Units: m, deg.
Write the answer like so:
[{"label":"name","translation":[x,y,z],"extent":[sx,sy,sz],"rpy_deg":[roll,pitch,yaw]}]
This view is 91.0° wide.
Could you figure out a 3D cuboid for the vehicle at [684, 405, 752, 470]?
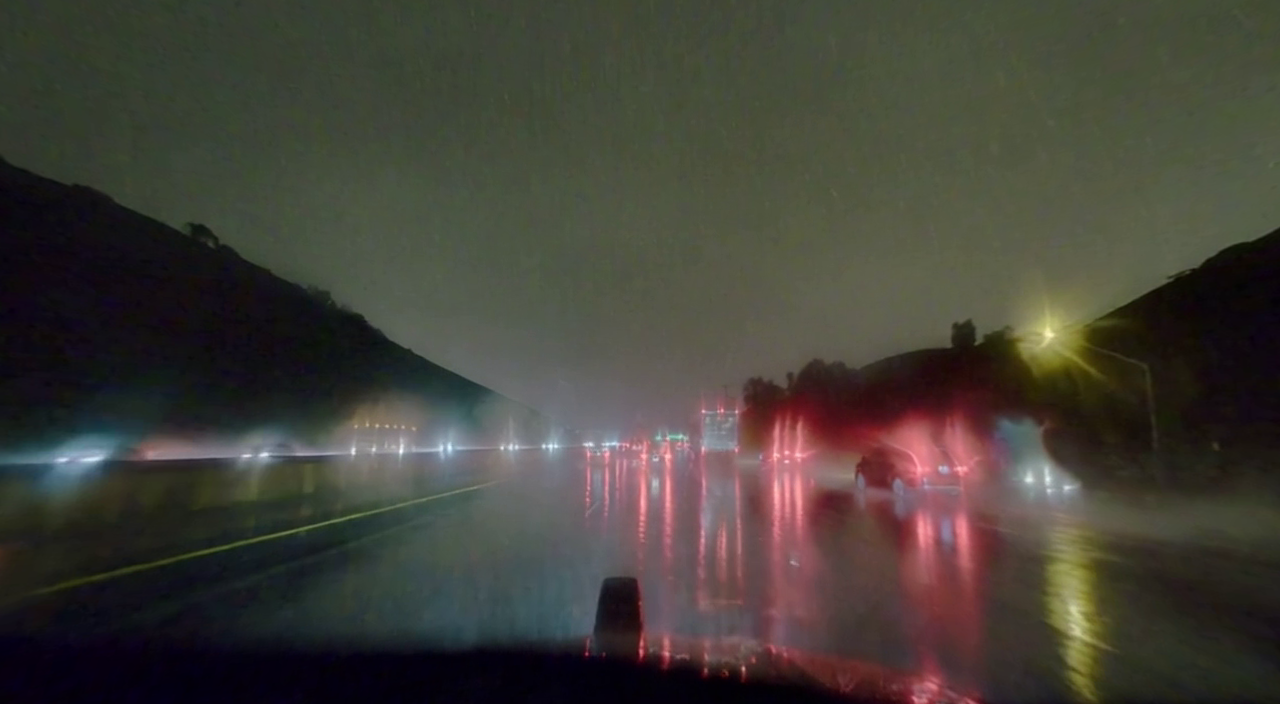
[{"label":"vehicle","translation":[4.814,5.666,41.167],"extent":[3.130,3.607,11.129],"rpy_deg":[0,-9,1]}]

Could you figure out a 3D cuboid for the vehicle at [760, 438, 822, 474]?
[{"label":"vehicle","translation":[8.006,5.548,33.862],"extent":[2.143,1.775,4.729],"rpy_deg":[0,-9,0]}]

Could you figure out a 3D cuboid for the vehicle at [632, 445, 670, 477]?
[{"label":"vehicle","translation":[0.564,5.547,32.330],"extent":[1.866,1.492,3.932],"rpy_deg":[0,-9,1]}]

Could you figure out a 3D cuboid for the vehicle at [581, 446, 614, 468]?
[{"label":"vehicle","translation":[-3.080,7.739,46.600],"extent":[2.132,1.506,4.256],"rpy_deg":[0,-9,0]}]

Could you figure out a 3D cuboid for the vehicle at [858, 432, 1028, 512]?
[{"label":"vehicle","translation":[7.241,2.902,15.694],"extent":[2.044,1.676,4.421],"rpy_deg":[0,-9,0]}]
